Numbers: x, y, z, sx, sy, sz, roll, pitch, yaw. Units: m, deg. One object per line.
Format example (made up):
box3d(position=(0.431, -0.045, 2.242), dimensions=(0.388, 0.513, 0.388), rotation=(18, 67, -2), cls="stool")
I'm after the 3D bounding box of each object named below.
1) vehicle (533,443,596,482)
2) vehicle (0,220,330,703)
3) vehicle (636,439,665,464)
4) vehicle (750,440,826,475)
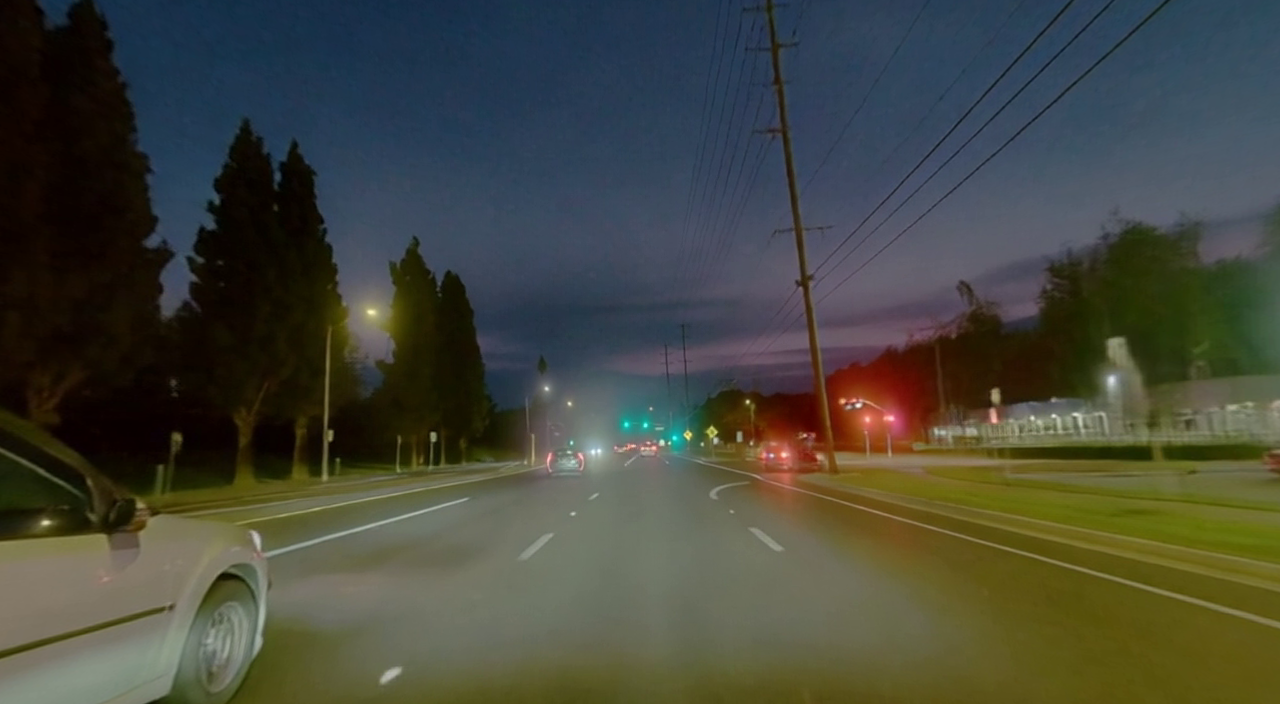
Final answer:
box3d(position=(-2.955, 4.449, 25.674), dimensions=(1.982, 1.451, 4.152), rotation=(0, -9, 1), cls="vehicle")
box3d(position=(-3.041, 0.457, 0.692), dimensions=(2.381, 1.961, 5.563), rotation=(-1, -9, 2), cls="vehicle")
box3d(position=(0.772, 7.600, 48.221), dimensions=(2.155, 1.781, 3.977), rotation=(0, -9, 1), cls="vehicle")
box3d(position=(7.247, 5.064, 30.573), dimensions=(2.062, 1.541, 4.420), rotation=(-6, -10, 33), cls="vehicle")
